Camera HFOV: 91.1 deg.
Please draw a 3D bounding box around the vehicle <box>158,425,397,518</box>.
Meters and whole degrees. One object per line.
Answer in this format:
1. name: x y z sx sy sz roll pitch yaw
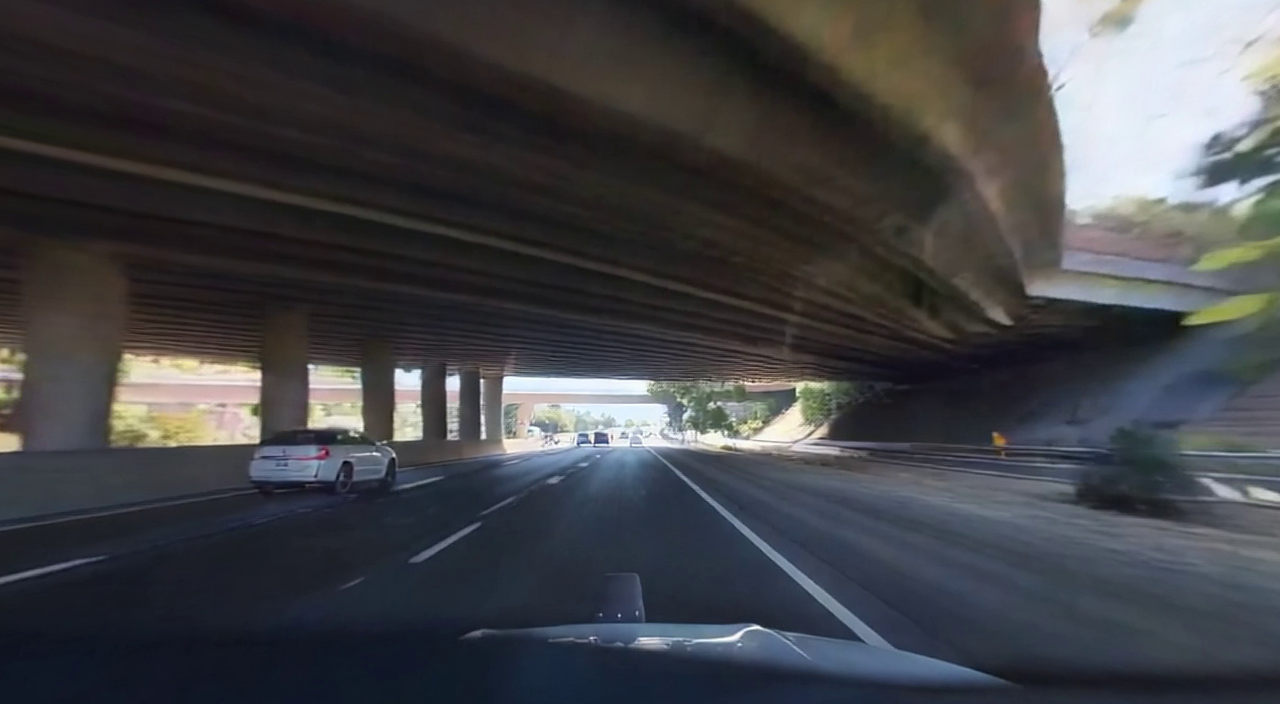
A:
1. vehicle: -6.871 2.276 12.665 2.118 1.524 4.422 0 -8 1
